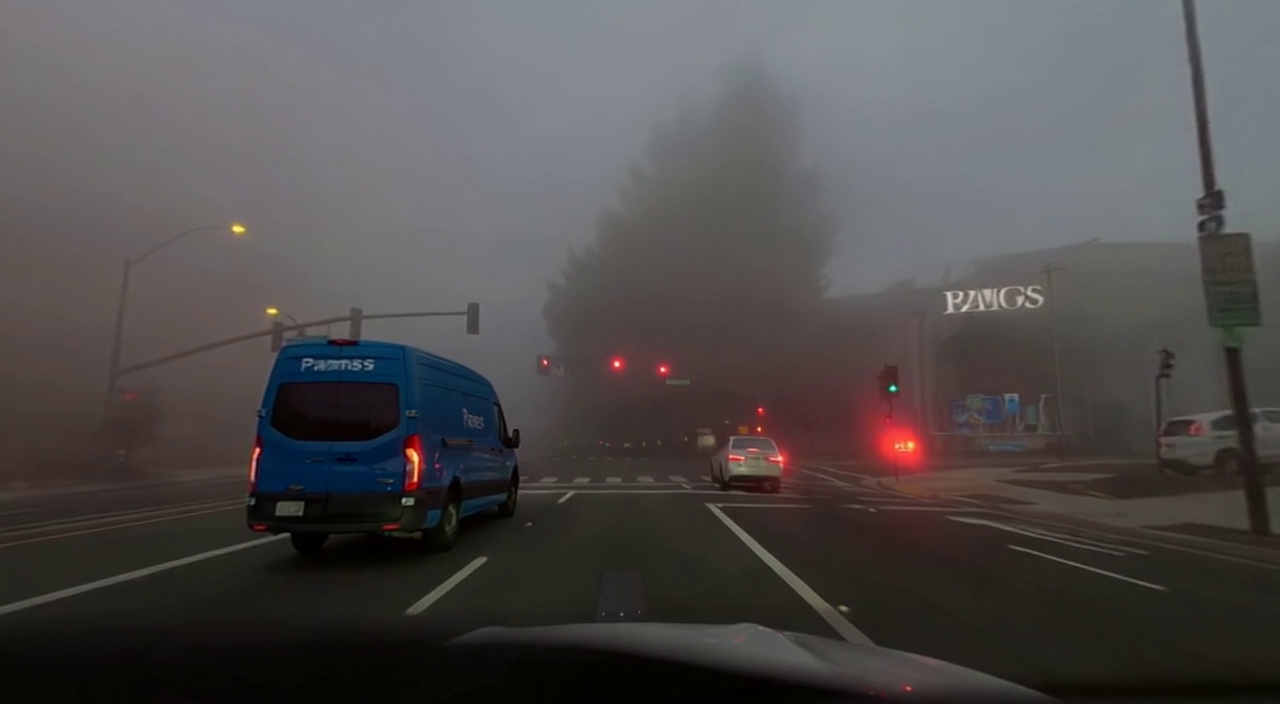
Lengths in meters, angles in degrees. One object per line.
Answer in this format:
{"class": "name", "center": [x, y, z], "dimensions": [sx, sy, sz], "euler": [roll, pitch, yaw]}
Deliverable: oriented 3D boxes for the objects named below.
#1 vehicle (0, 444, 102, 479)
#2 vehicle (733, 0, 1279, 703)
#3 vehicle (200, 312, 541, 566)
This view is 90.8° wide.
{"class": "vehicle", "center": [-30.996, 5.579, 32.357], "dimensions": [4.811, 1.675, 1.875], "euler": [5, -10, -31]}
{"class": "vehicle", "center": [3.198, 0.545, 6.695], "dimensions": [2.861, 3.525, 9.858], "euler": [0, -9, 0]}
{"class": "vehicle", "center": [-3.447, 1.415, 10.211], "dimensions": [2.443, 2.784, 6.493], "euler": [0, -9, 2]}
